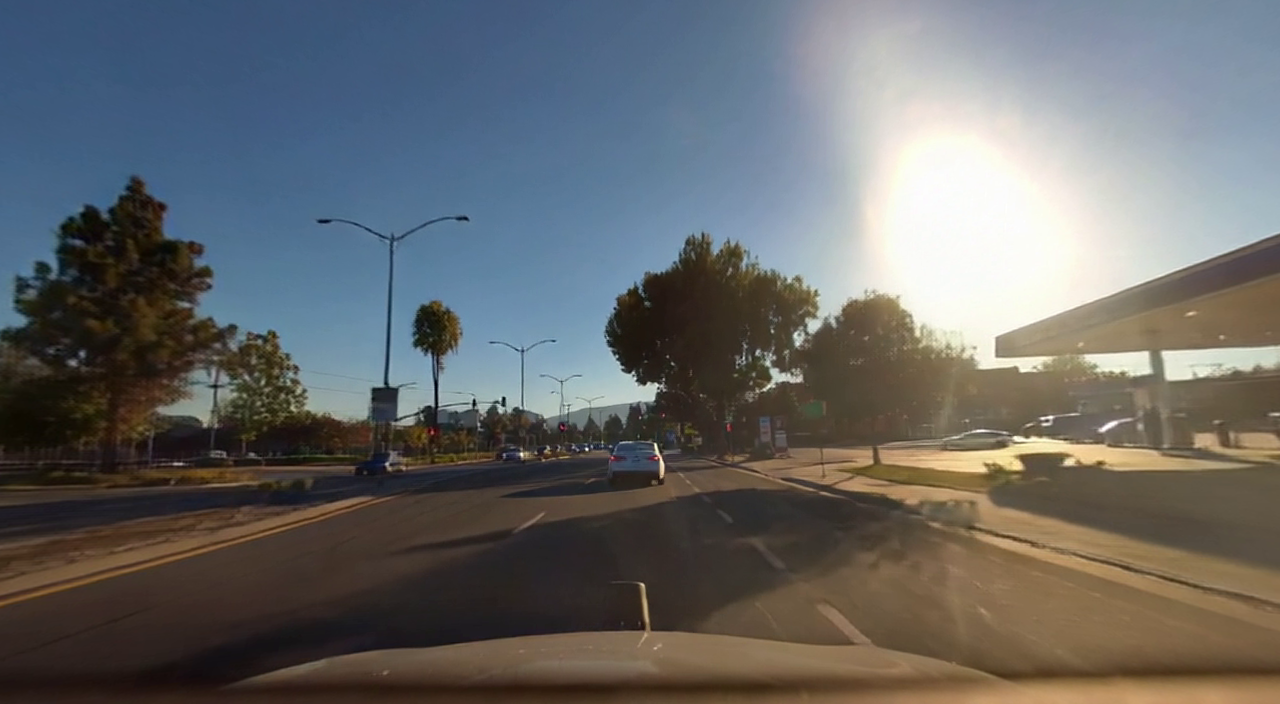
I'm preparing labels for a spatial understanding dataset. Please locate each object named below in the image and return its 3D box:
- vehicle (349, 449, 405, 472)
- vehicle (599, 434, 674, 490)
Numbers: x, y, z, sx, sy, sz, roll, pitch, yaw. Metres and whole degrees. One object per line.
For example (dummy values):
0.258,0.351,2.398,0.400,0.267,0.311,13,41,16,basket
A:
-19.002,7.815,45.673,1.940,1.525,4.654,0,-8,1,vehicle
-0.073,3.373,19.603,2.062,1.519,4.214,0,-8,0,vehicle
